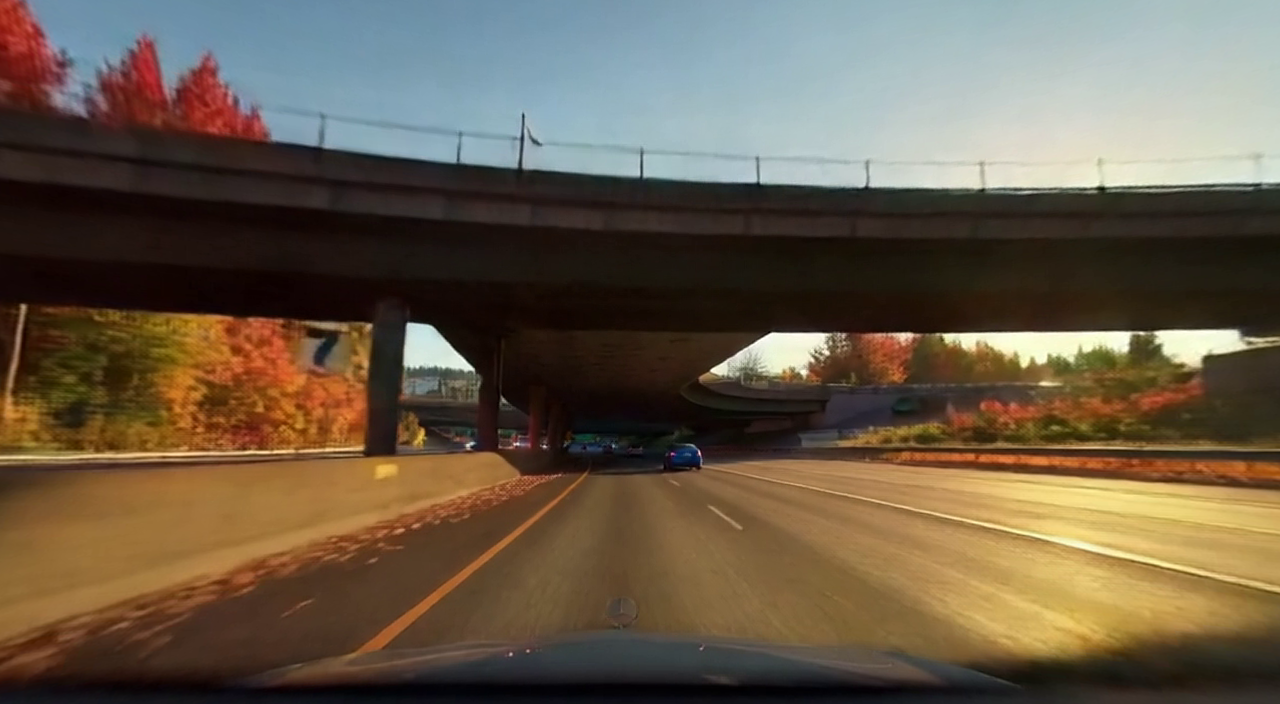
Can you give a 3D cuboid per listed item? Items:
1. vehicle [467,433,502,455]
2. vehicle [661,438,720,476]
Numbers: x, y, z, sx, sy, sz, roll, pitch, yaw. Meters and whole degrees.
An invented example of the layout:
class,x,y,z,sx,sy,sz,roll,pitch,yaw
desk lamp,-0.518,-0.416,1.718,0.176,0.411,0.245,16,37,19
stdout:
class,x,y,z,sx,sy,sz,roll,pitch,yaw
vehicle,-12.208,7.288,49.395,1.842,1.663,3.995,0,-9,-2
vehicle,2.296,4.953,29.718,2.337,1.633,4.222,0,-9,-2
